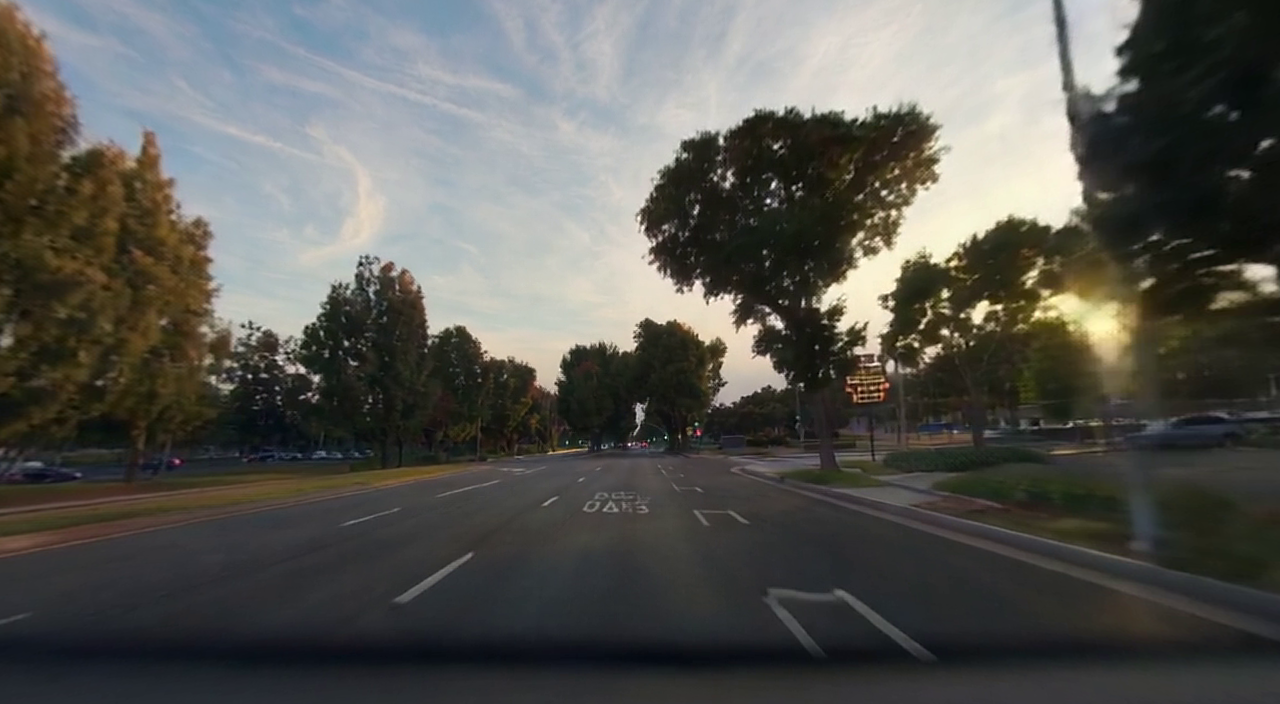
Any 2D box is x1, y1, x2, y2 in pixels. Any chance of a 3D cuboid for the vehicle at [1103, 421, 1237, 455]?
[{"bbox_3d":[24.870,4.126,29.860,1.907,1.444,5.150,0,-8,1],"label":"vehicle"}]
